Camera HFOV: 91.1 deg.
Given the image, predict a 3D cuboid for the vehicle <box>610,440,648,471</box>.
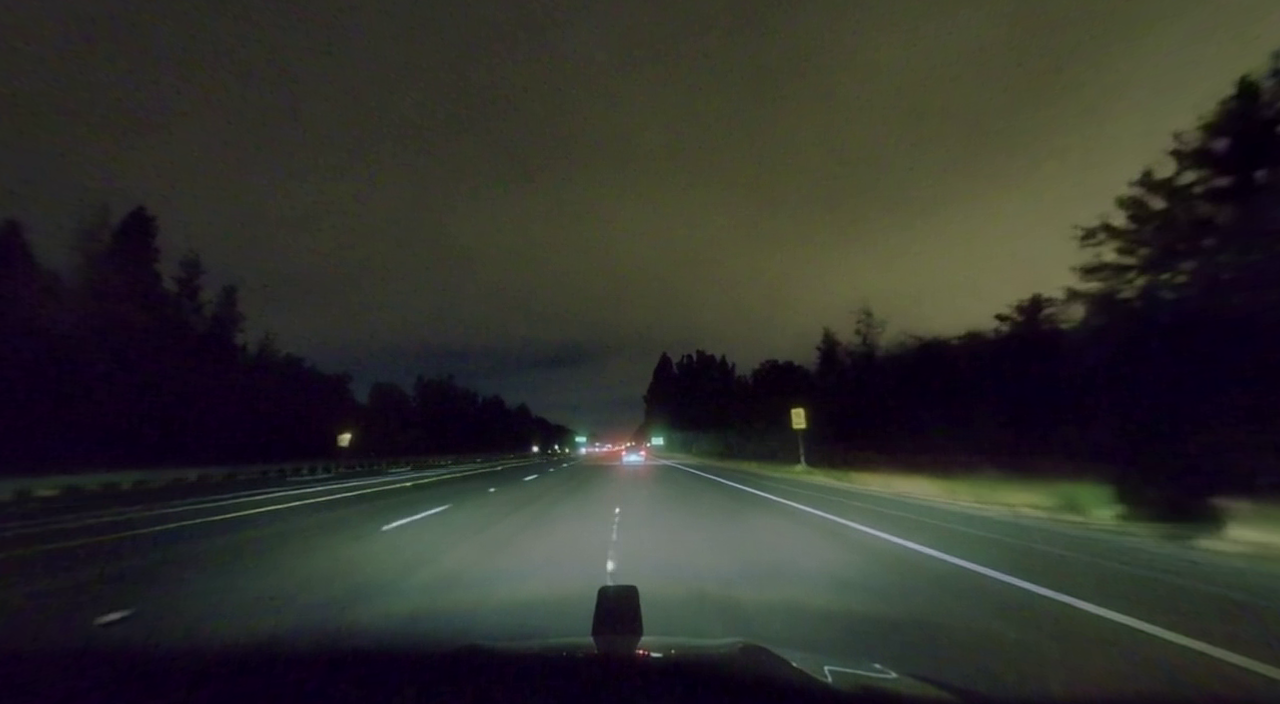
[{"bbox_3d":[-0.618,6.137,37.488,2.120,1.715,4.153,0,-9,0],"label":"vehicle"}]
